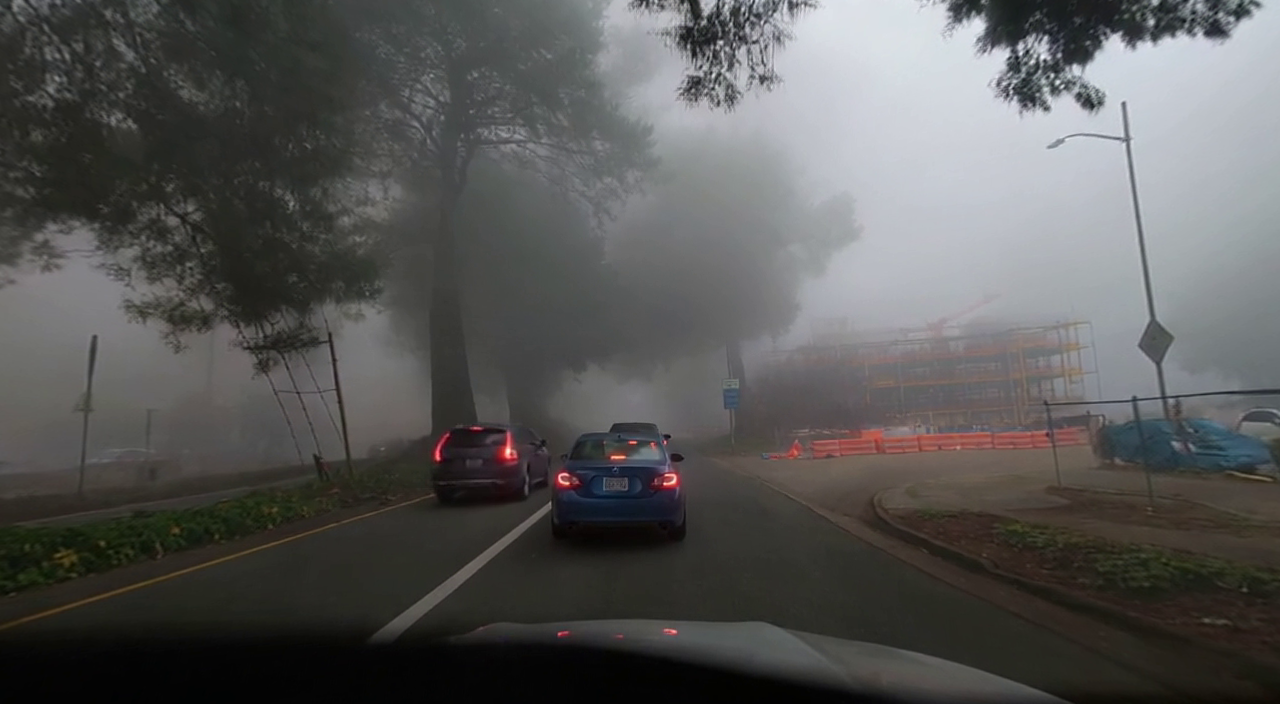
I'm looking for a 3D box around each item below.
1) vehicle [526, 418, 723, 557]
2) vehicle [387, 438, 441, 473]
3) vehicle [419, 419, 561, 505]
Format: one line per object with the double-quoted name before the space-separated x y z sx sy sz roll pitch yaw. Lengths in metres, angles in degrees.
"vehicle" -0.176 1.767 8.895 2.112 1.482 4.076 0 -8 0
"vehicle" -10.483 4.733 29.076 2.072 1.465 4.394 3 -9 -22
"vehicle" -3.226 2.479 14.583 2.139 1.680 4.344 0 -8 1
